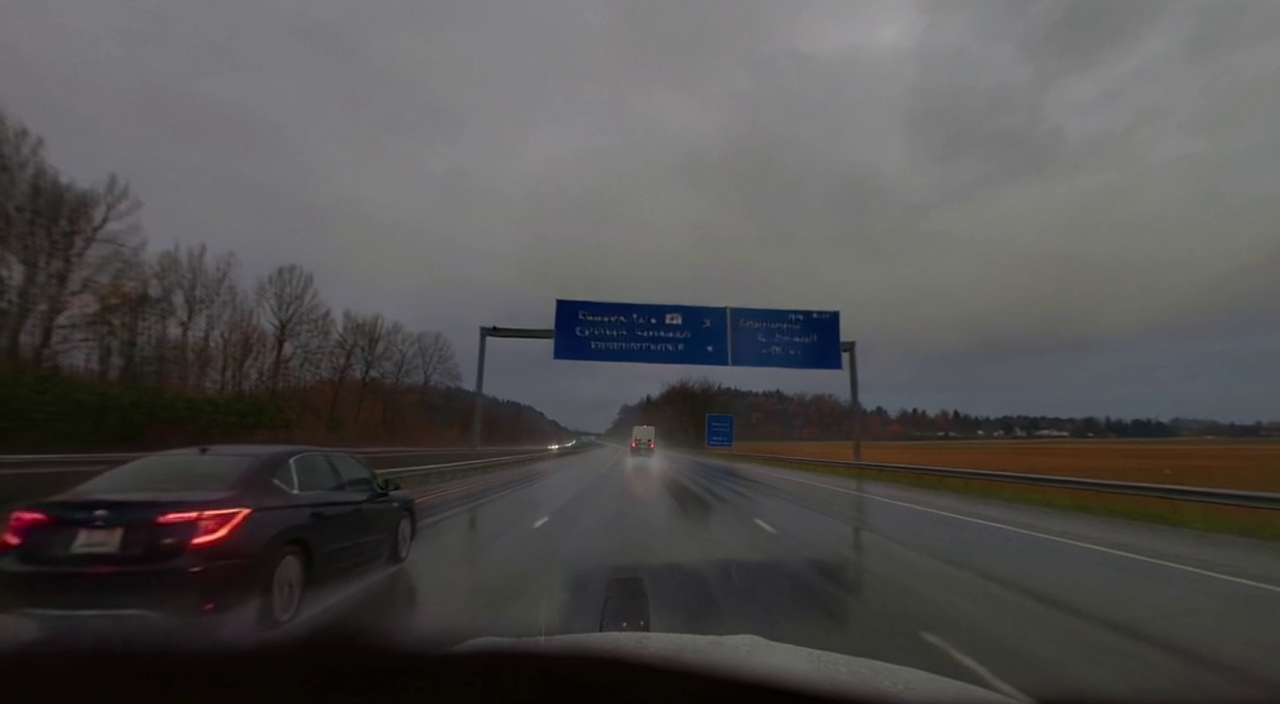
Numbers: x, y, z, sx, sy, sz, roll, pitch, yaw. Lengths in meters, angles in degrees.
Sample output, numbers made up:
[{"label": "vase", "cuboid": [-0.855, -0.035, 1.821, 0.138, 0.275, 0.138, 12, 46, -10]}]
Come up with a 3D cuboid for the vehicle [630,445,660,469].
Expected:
[{"label": "vehicle", "cuboid": [0.332, 6.776, 40.604, 1.859, 1.478, 3.799, 0, -9, 0]}]

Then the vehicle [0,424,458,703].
[{"label": "vehicle", "cuboid": [-3.326, 1.477, 5.608, 2.012, 1.500, 4.452, 0, -9, 1]}]
